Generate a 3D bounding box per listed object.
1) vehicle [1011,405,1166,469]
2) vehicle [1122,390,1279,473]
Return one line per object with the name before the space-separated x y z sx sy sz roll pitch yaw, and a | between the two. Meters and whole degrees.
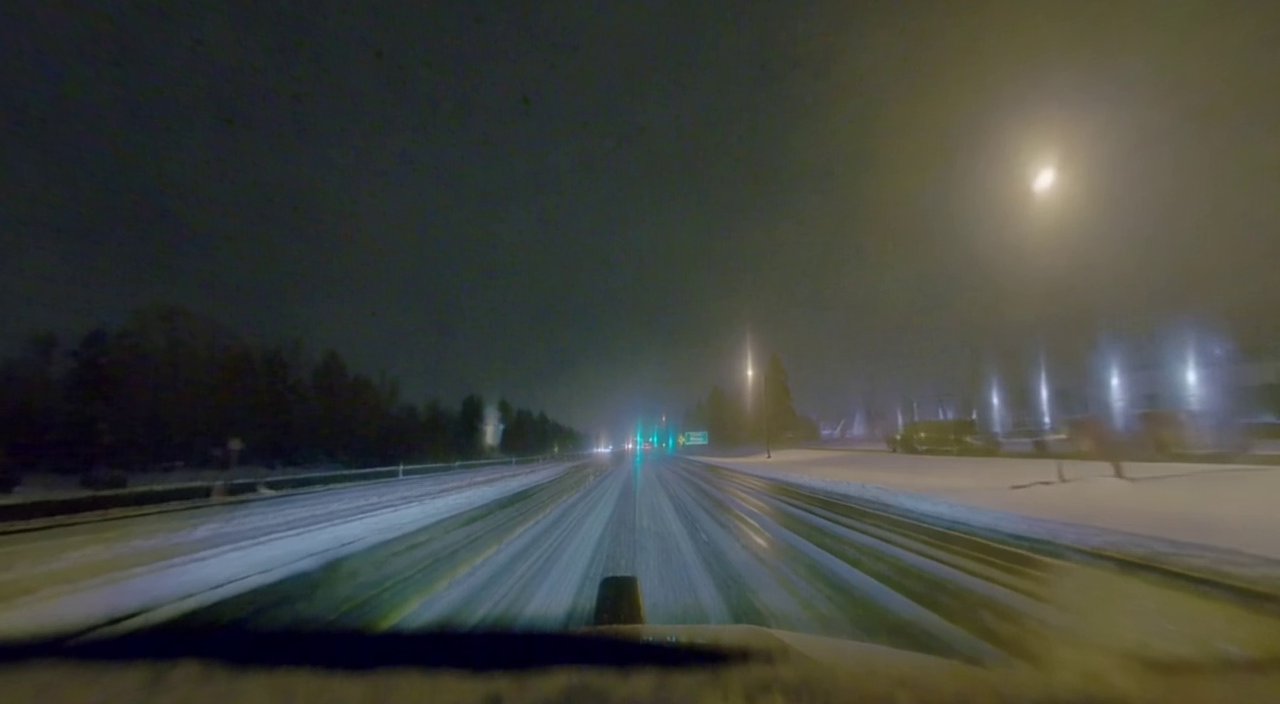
vehicle | 29.947 5.846 42.972 2.849 3.823 9.839 0 -9 -3
vehicle | 30.291 4.310 33.419 2.774 3.876 8.078 0 -9 -1
